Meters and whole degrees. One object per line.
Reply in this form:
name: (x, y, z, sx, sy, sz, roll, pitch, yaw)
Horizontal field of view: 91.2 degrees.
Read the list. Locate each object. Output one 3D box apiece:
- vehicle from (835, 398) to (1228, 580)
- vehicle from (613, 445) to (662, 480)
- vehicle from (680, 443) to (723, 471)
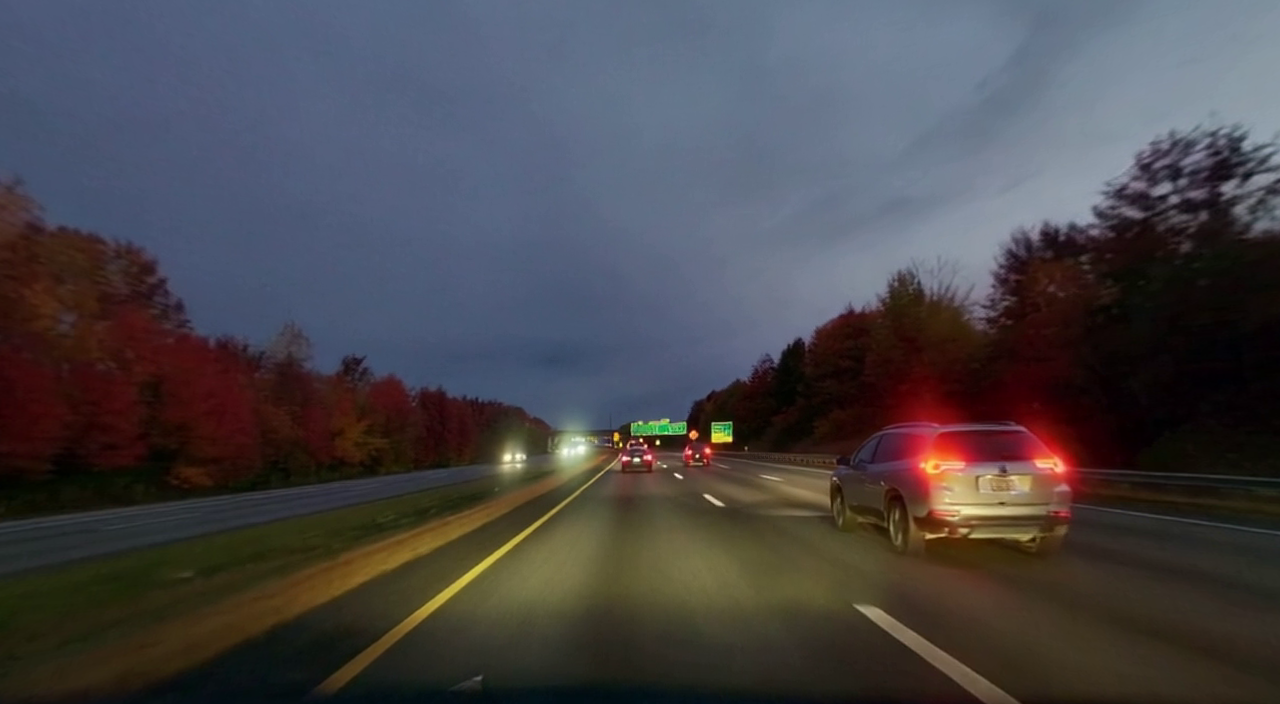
vehicle: (4.453, 1.648, 8.262, 2.250, 1.718, 4.358, 0, -9, -1)
vehicle: (-0.150, 4.837, 27.682, 2.037, 1.418, 3.793, 0, -9, -1)
vehicle: (3.528, 6.081, 36.532, 1.959, 1.528, 4.207, 0, -9, -1)
